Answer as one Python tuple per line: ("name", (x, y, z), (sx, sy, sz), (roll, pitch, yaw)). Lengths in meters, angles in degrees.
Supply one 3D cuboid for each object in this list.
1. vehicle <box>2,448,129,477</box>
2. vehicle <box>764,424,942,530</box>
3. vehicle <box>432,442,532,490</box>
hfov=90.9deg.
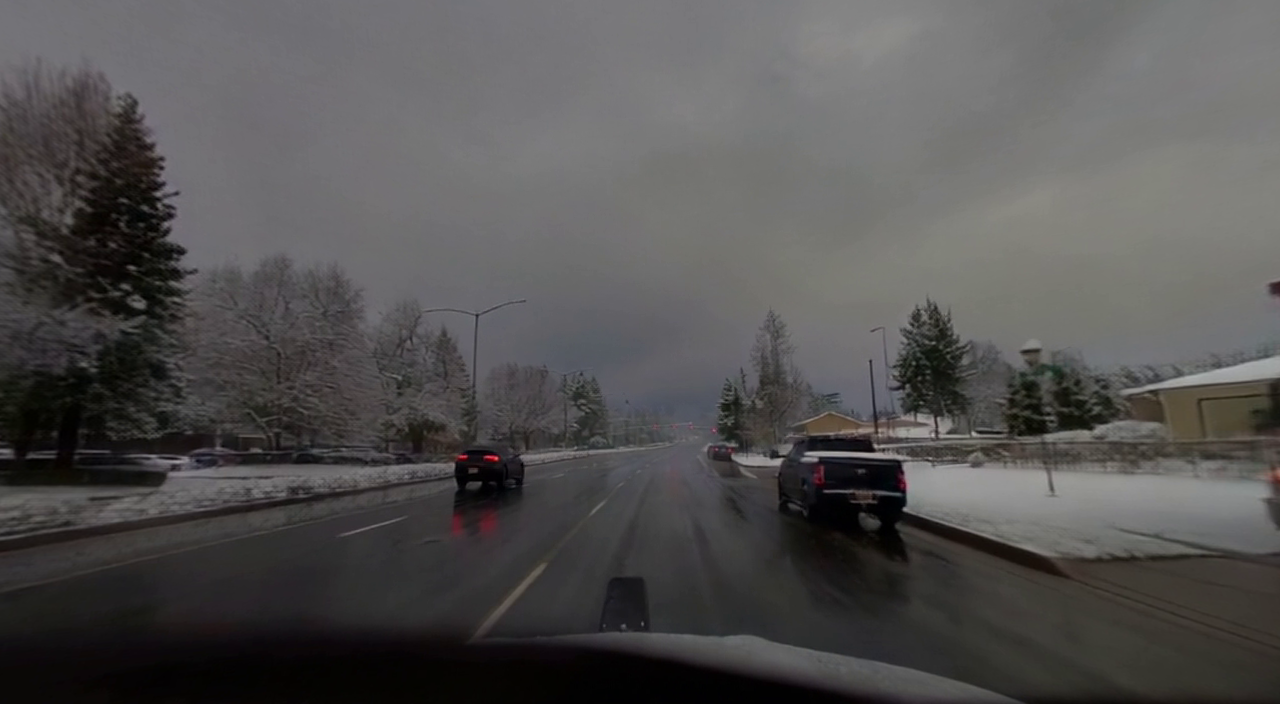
("vehicle", (-30.304, 5.849, 33.368), (4.481, 1.441, 1.960), (2, -8, -10))
("vehicle", (3.931, 2.383, 12.664), (2.064, 1.697, 4.718), (0, -8, 2))
("vehicle", (-5.266, 3.857, 21.773), (2.060, 1.473, 4.645), (0, -8, 3))
